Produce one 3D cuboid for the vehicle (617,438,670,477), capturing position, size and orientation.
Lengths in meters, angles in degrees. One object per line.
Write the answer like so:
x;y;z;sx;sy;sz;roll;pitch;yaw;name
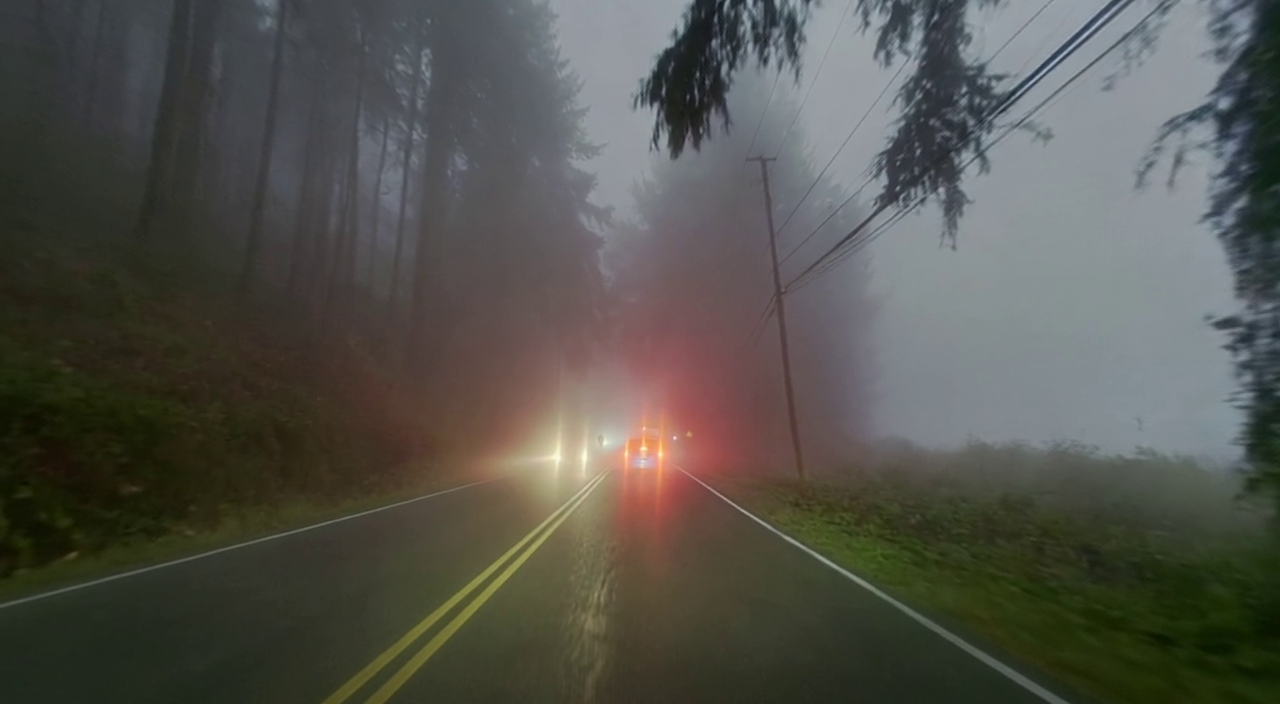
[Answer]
0.108;4.451;26.744;2.081;1.503;3.726;0;-8;-1;vehicle
